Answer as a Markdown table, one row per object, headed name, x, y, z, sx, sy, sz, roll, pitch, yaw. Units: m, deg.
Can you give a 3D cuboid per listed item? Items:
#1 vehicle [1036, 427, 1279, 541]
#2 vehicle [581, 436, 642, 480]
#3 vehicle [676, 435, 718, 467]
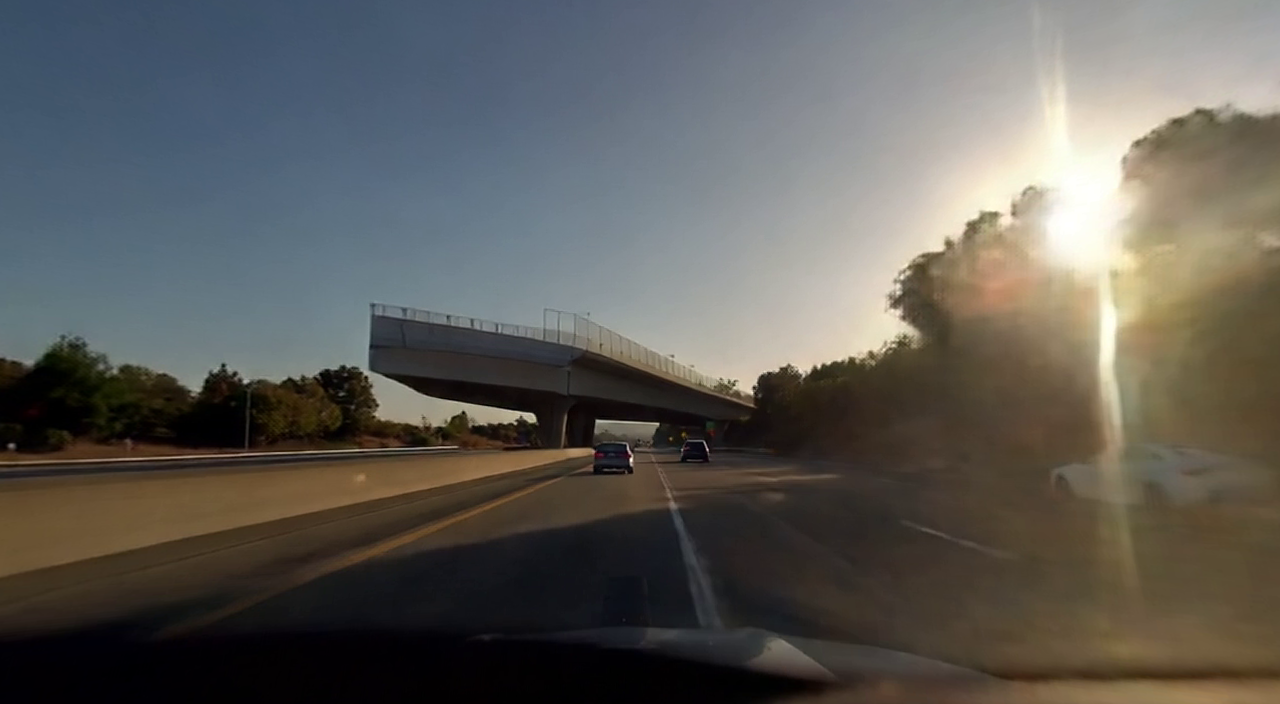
| name | x | y | z | sx | sy | sz | roll | pitch | yaw |
| --- | --- | --- | --- | --- | --- | --- | --- | --- | --- |
| vehicle | 9.393 | 2.116 | 10.864 | 1.870 | 1.493 | 5.015 | 0 | -8 | 1 |
| vehicle | -1.019 | 4.137 | 24.732 | 2.050 | 1.546 | 4.344 | -1 | -8 | 2 |
| vehicle | 3.198 | 5.678 | 36.050 | 2.063 | 1.698 | 4.355 | 0 | -8 | 1 |
